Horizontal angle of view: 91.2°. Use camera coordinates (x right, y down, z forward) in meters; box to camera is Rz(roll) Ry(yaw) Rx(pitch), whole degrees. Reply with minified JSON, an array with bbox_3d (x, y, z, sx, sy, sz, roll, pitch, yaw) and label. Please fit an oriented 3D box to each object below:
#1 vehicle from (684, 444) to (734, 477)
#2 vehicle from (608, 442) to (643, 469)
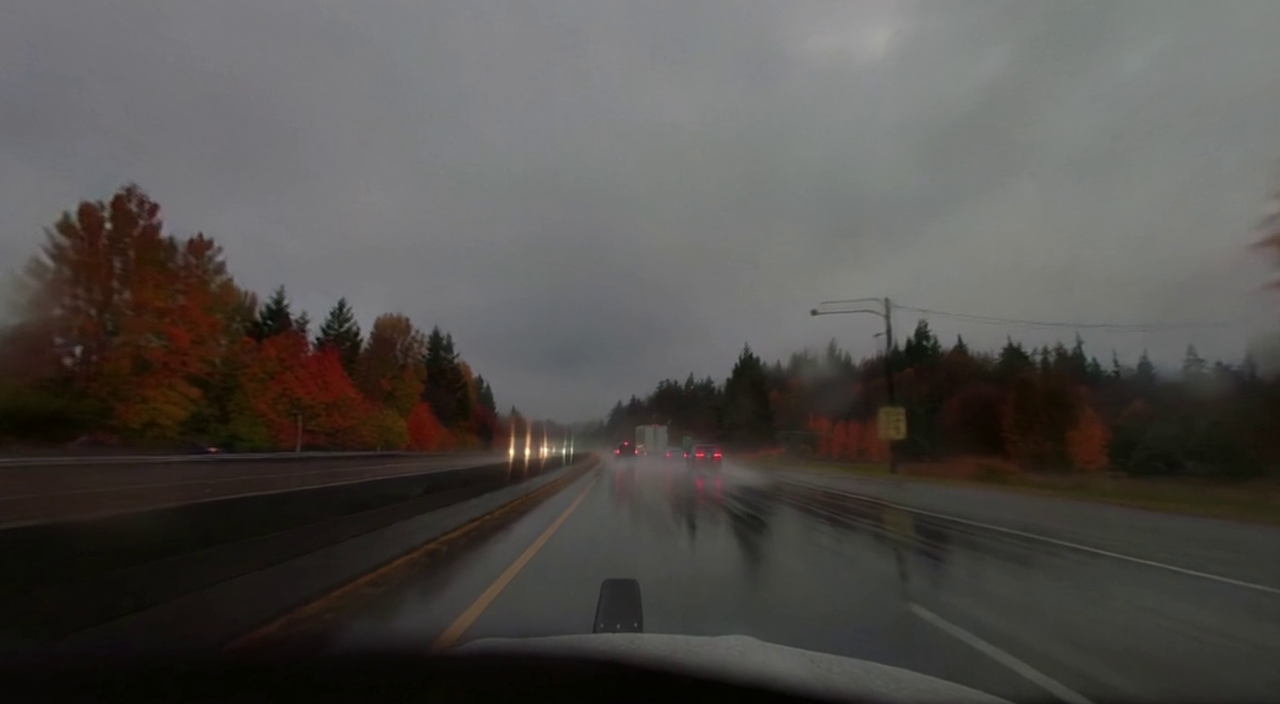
[{"bbox_3d":[3.410,5.412,31.599,1.968,1.513,3.911,0,-9,-1],"label":"vehicle"},{"bbox_3d":[-1.007,6.817,41.381,2.151,1.693,4.201,0,-9,-2],"label":"vehicle"}]
